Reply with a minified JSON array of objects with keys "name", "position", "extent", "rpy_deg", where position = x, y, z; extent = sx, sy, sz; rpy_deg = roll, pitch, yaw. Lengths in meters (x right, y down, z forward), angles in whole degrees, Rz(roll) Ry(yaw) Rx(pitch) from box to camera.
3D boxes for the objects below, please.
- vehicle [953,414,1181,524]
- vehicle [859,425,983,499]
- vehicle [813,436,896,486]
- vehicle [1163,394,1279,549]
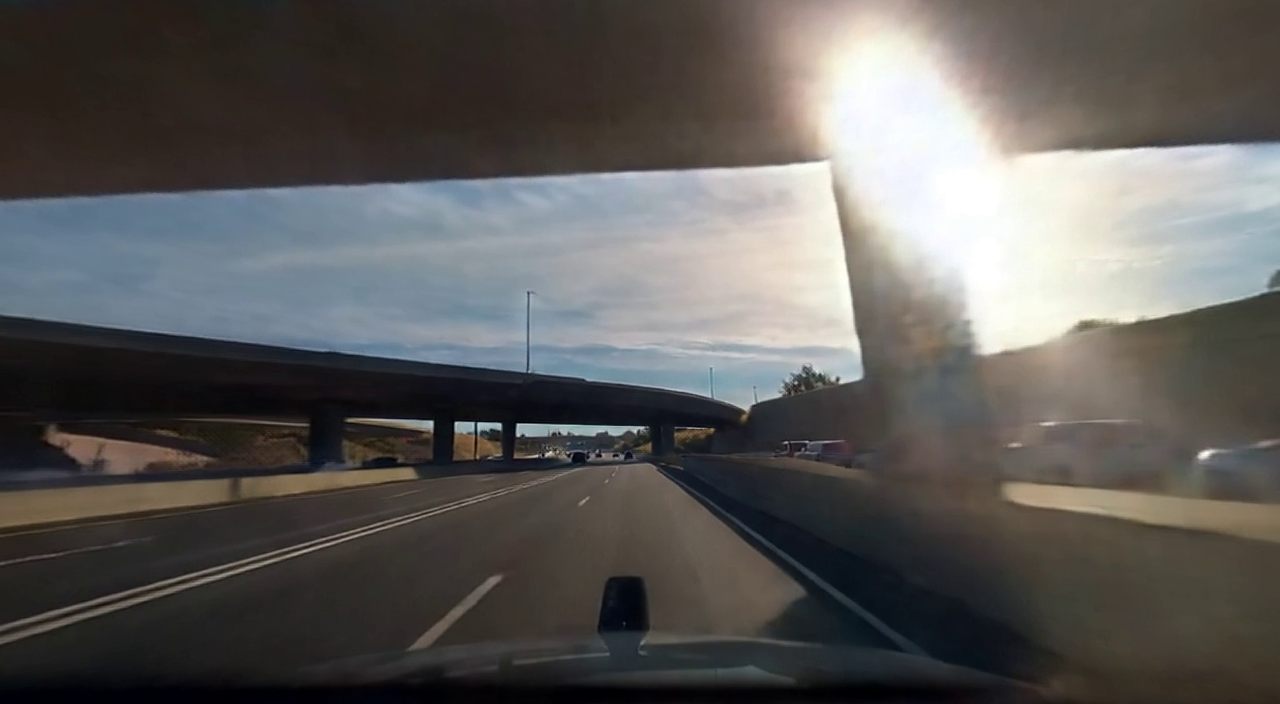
[{"name":"vehicle","position":[16.315,4.522,25.315],"extent":[2.791,3.573,9.032],"rpy_deg":[0,-9,0]},{"name":"vehicle","position":[16.057,6.363,37.053],"extent":[2.704,3.716,9.364],"rpy_deg":[0,-9,-1]},{"name":"vehicle","position":[15.997,8.183,47.948],"extent":[2.887,3.412,9.164],"rpy_deg":[0,-9,-1]},{"name":"vehicle","position":[15.982,2.579,13.329],"extent":[2.391,3.553,8.914],"rpy_deg":[0,-9,2]}]
